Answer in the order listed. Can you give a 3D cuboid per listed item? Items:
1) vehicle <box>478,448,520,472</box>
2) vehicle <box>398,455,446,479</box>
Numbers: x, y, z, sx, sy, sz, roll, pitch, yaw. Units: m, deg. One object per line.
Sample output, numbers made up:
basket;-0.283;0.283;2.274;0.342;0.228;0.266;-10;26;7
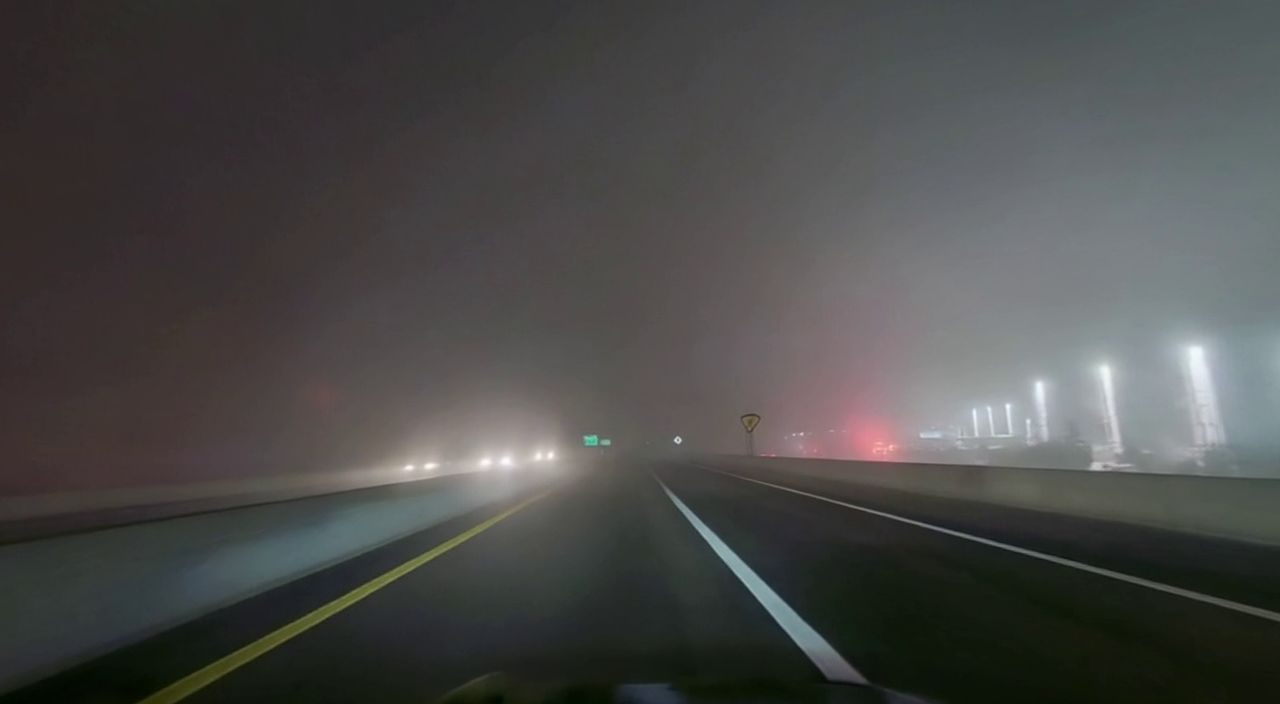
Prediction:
vehicle;-10.089;7.754;45.539;2.071;1.621;4.273;0;-9;-1
vehicle;-14.397;7.602;41.860;1.952;1.458;3.694;0;-9;-1
